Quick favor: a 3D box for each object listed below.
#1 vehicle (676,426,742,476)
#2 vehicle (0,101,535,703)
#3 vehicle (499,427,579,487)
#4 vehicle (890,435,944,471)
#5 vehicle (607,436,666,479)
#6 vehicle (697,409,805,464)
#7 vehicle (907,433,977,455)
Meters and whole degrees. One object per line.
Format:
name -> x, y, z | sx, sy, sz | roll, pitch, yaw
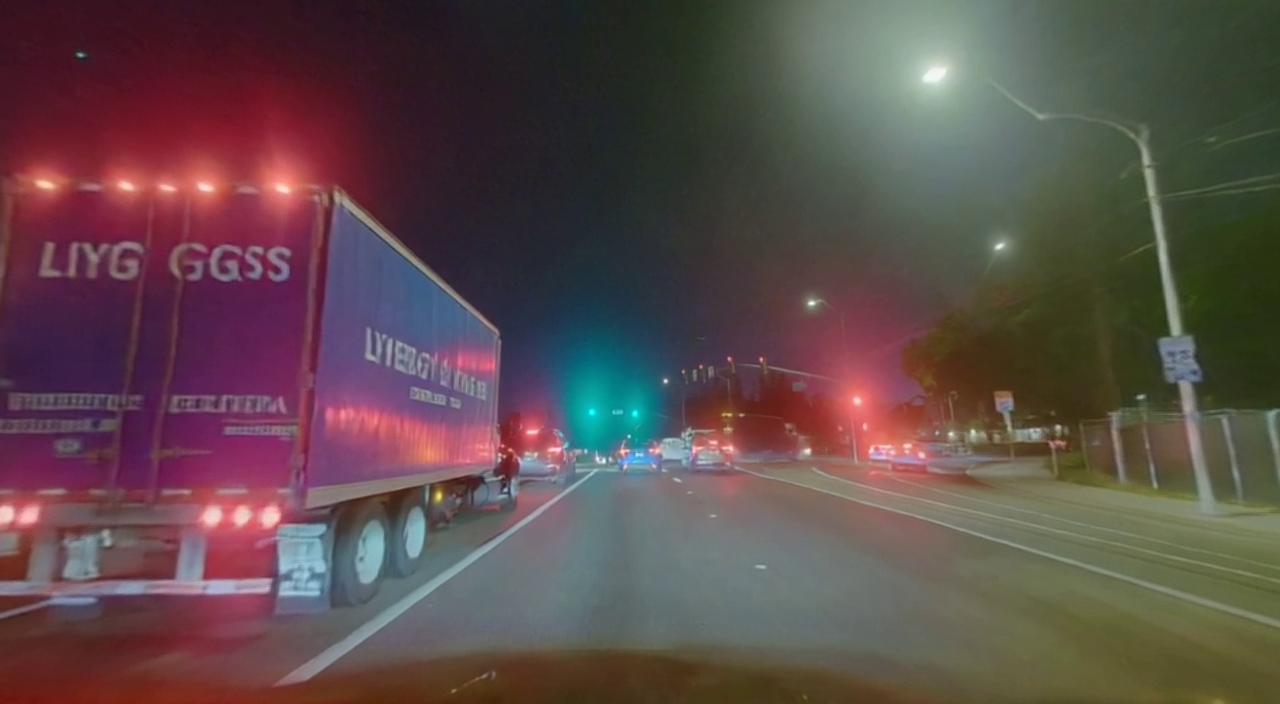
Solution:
vehicle -> 2.722, 4.054, 26.010 | 2.086, 1.849, 4.607 | 0, -8, -2
vehicle -> -3.418, 0.758, 7.612 | 2.889, 3.347, 8.285 | 0, -8, 0
vehicle -> -3.286, 3.531, 21.514 | 1.994, 1.806, 4.564 | 0, -8, 0
vehicle -> 14.026, 5.045, 31.863 | 2.102, 1.662, 4.533 | -4, -9, 27
vehicle -> -0.167, 4.045, 24.545 | 2.117, 1.499, 4.036 | 0, -8, -1
vehicle -> 7.475, 5.689, 42.647 | 6.670, 3.450, 2.666 | 3, -9, -22
vehicle -> 23.729, 7.238, 49.664 | 5.208, 1.624, 1.927 | 3, -9, -24
